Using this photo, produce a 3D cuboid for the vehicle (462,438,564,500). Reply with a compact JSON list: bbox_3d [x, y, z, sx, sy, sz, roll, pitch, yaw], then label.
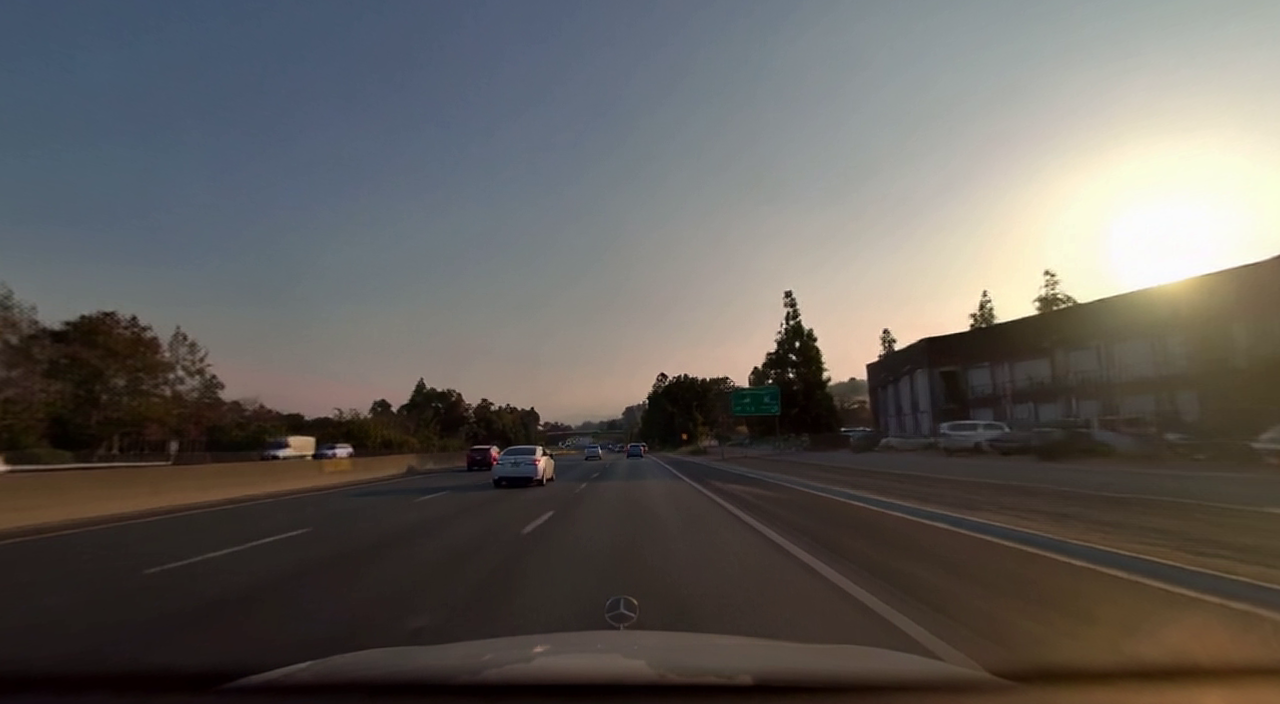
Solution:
[{"bbox_3d":[-3.322,3.138,17.372,1.920,1.463,4.134,0,-8,0],"label":"vehicle"}]
